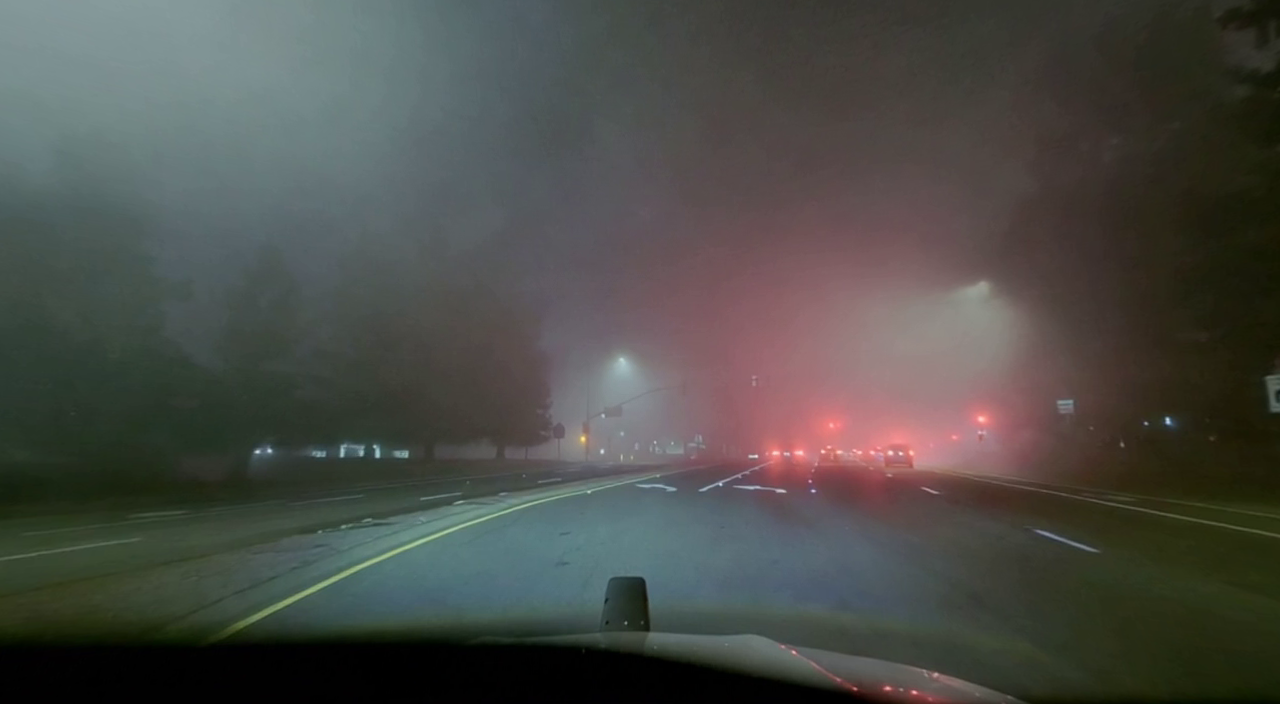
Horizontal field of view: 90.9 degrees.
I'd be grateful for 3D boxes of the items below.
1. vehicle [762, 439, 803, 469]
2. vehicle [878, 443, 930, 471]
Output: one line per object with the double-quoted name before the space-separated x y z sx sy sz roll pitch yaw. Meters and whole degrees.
"vehicle" 8.273 5.848 36.329 2.078 1.578 4.107 -3 -9 15
"vehicle" 14.475 5.730 34.755 1.884 1.422 4.262 -2 -9 13
